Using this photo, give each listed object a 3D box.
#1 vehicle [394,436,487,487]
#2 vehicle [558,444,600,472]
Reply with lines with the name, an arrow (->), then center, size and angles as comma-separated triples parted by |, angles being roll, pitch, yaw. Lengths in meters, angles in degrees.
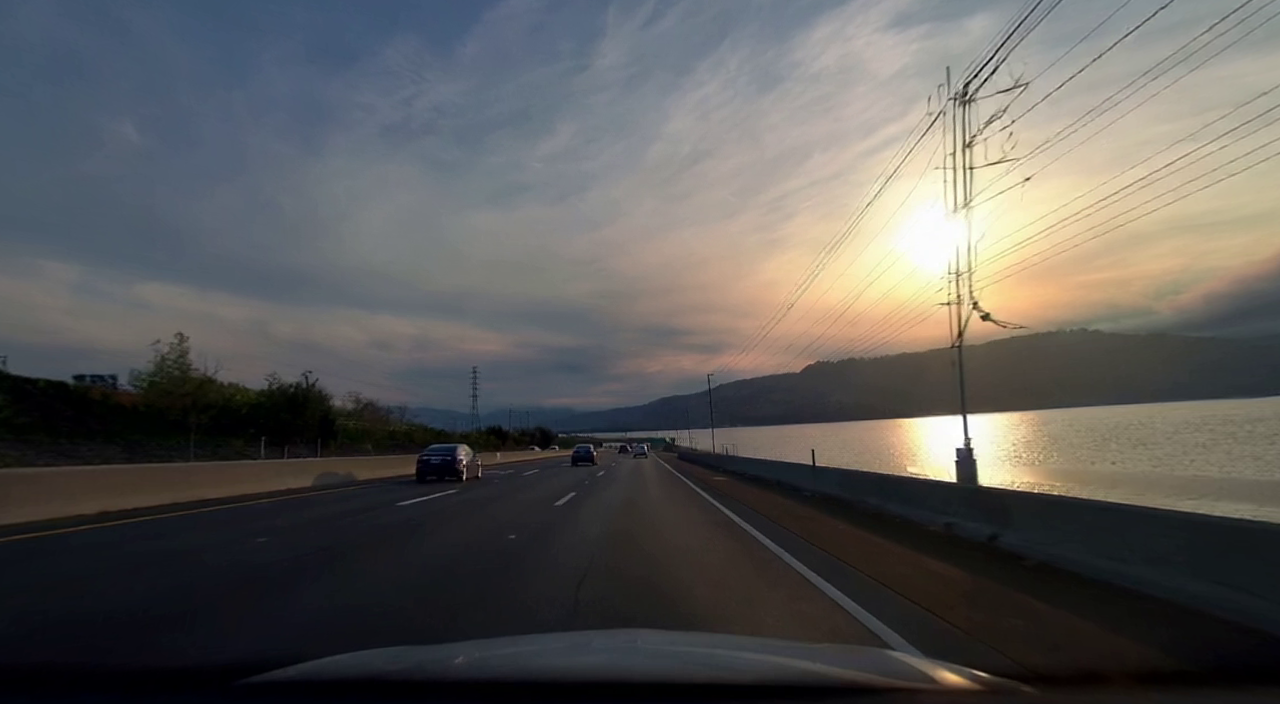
vehicle -> -7.402, 4.090, 23.918 | 2.050, 1.717, 4.418 | 0, -8, 0
vehicle -> -3.491, 6.113, 36.664 | 1.957, 1.494, 4.207 | 0, -8, 1
